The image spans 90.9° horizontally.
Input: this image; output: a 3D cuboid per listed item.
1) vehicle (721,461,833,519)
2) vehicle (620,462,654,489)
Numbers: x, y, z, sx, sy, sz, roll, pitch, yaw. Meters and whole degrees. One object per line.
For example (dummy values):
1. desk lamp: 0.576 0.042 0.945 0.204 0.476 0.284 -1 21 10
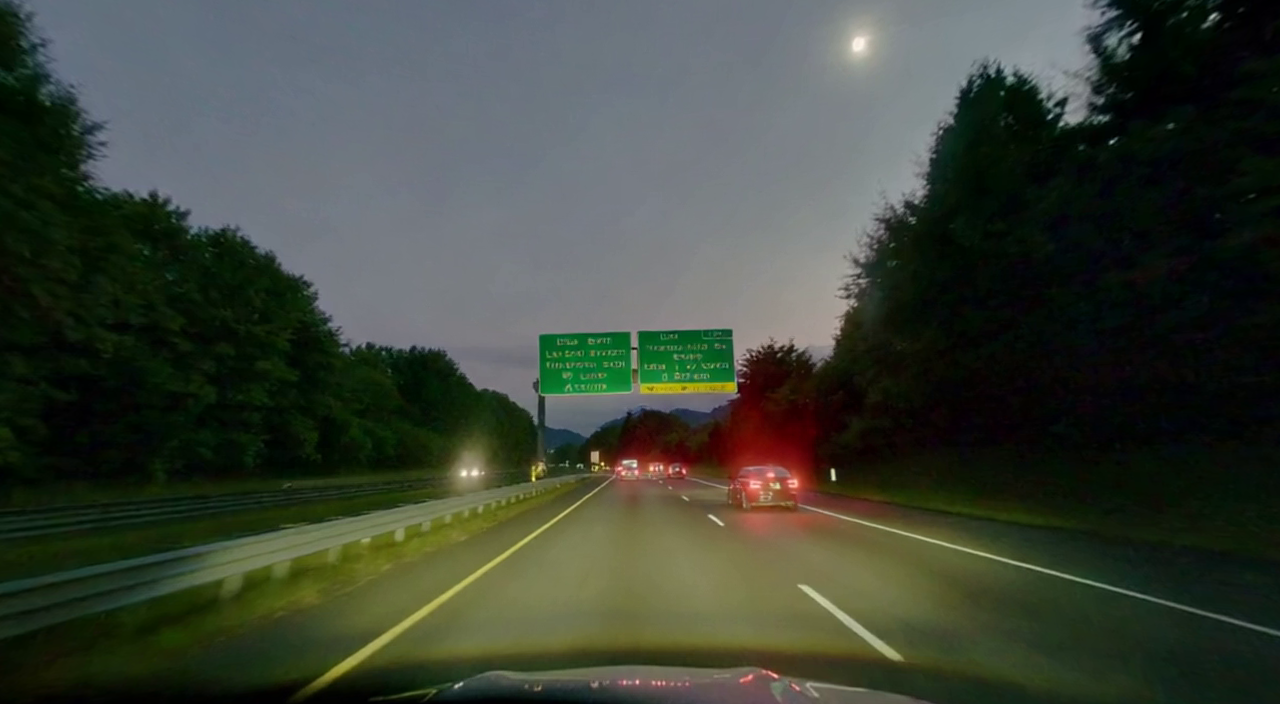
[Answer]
1. vehicle: 3.775 3.932 18.370 2.018 1.426 4.941 1 -10 -2
2. vehicle: -0.229 7.465 38.256 1.980 1.483 3.865 1 -10 -1
